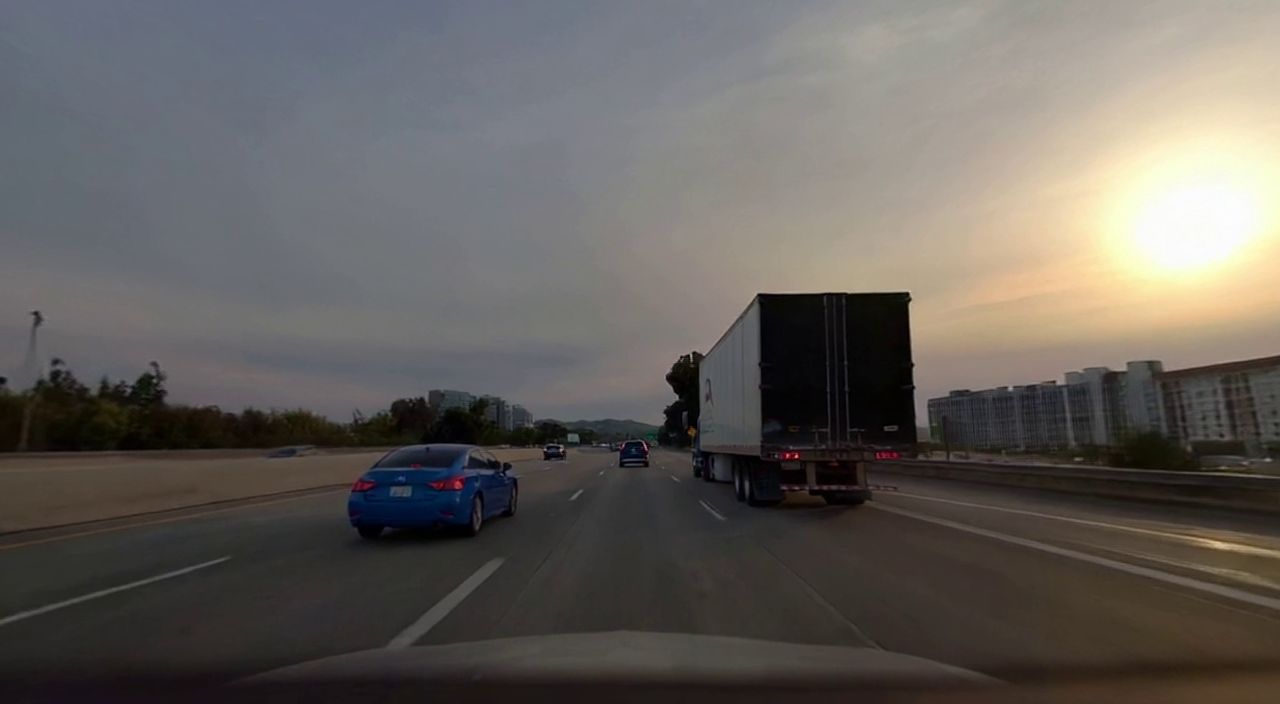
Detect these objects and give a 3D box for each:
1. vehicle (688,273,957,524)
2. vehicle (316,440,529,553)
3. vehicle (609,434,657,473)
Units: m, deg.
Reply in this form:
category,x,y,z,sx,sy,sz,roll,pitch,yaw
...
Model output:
category,x,y,z,sx,sy,sz,roll,pitch,yaw
vehicle,3.480,1.862,17.776,2.876,4.086,15.117,0,-9,-1
vehicle,-3.157,2.190,10.329,1.864,1.406,4.544,0,-9,0
vehicle,-0.353,5.027,31.411,2.203,1.805,4.358,0,-9,-1
